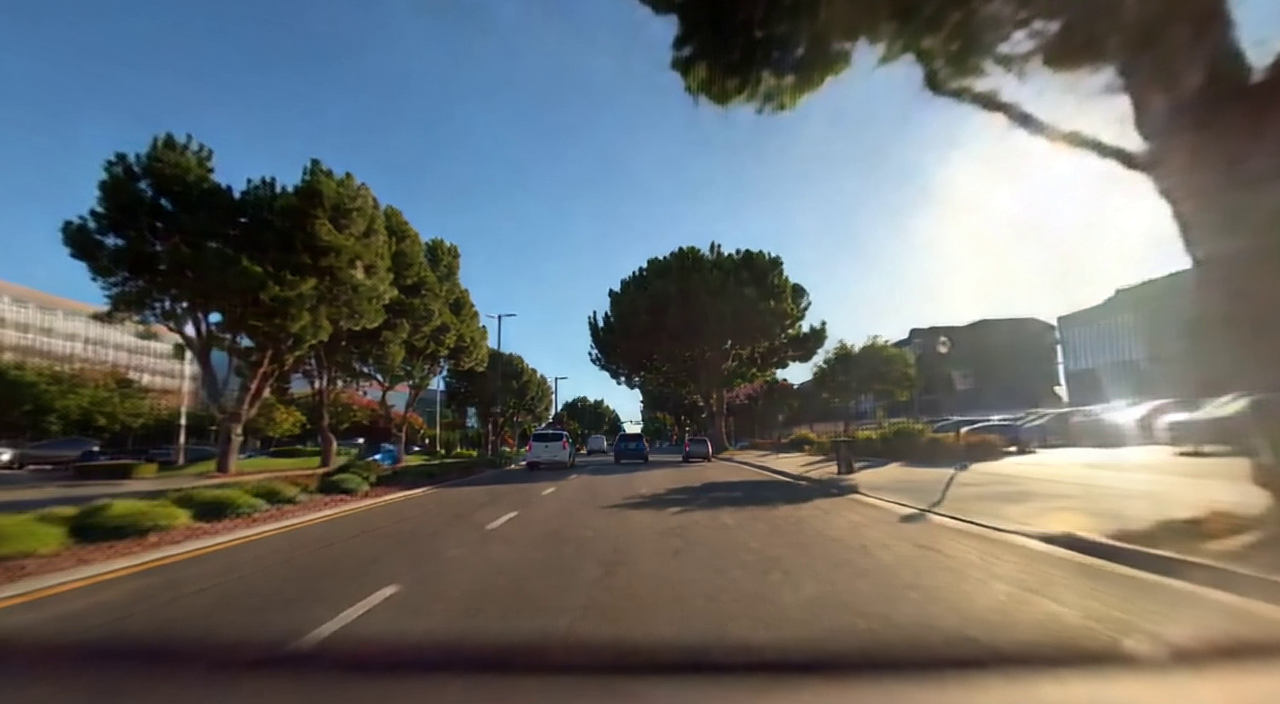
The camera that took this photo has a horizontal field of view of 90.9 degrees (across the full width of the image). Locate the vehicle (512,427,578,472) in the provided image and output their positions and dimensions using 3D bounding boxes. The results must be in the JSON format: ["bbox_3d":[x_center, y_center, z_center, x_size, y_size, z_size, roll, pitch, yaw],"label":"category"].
[{"bbox_3d":[-3.879,4.079,26.475,2.047,1.710,4.314,0,-8,1],"label":"vehicle"}]

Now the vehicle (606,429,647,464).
[{"bbox_3d":[-0.650,4.938,33.121,2.022,1.700,4.084,0,-8,0],"label":"vehicle"}]

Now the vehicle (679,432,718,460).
[{"bbox_3d":[3.441,5.607,37.585,1.847,1.554,4.052,0,-8,-1],"label":"vehicle"}]

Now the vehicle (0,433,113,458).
[{"bbox_3d":[-35.338,5.639,37.951,1.883,1.383,5.637,-1,-9,8],"label":"vehicle"}]

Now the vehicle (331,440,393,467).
[{"bbox_3d":[-19.776,7.225,45.060,2.128,1.841,5.012,0,-8,0],"label":"vehicle"}]
